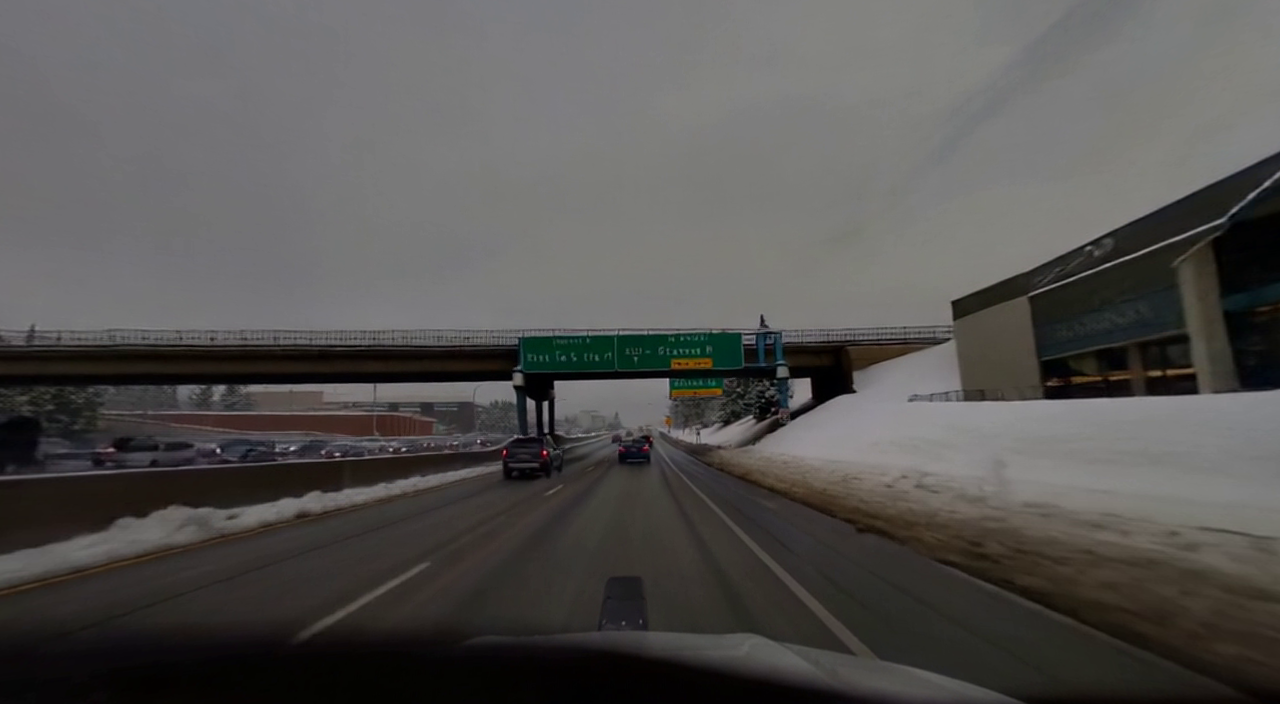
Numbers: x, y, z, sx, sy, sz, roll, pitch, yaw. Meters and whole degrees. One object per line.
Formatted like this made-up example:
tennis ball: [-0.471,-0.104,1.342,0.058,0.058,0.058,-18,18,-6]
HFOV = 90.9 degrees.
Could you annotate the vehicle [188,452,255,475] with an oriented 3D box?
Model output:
vehicle: [-31.873,8.457,48.220,1.938,1.598,4.624,0,-8,1]

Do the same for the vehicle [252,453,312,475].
vehicle: [-28.063,8.753,49.590,1.869,1.537,4.731,0,-8,1]

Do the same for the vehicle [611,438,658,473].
vehicle: [-0.201,4.387,27.028,1.877,1.386,3.872,0,-8,0]

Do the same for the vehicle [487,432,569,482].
vehicle: [-3.857,3.695,22.547,2.064,1.589,4.213,0,-8,1]
